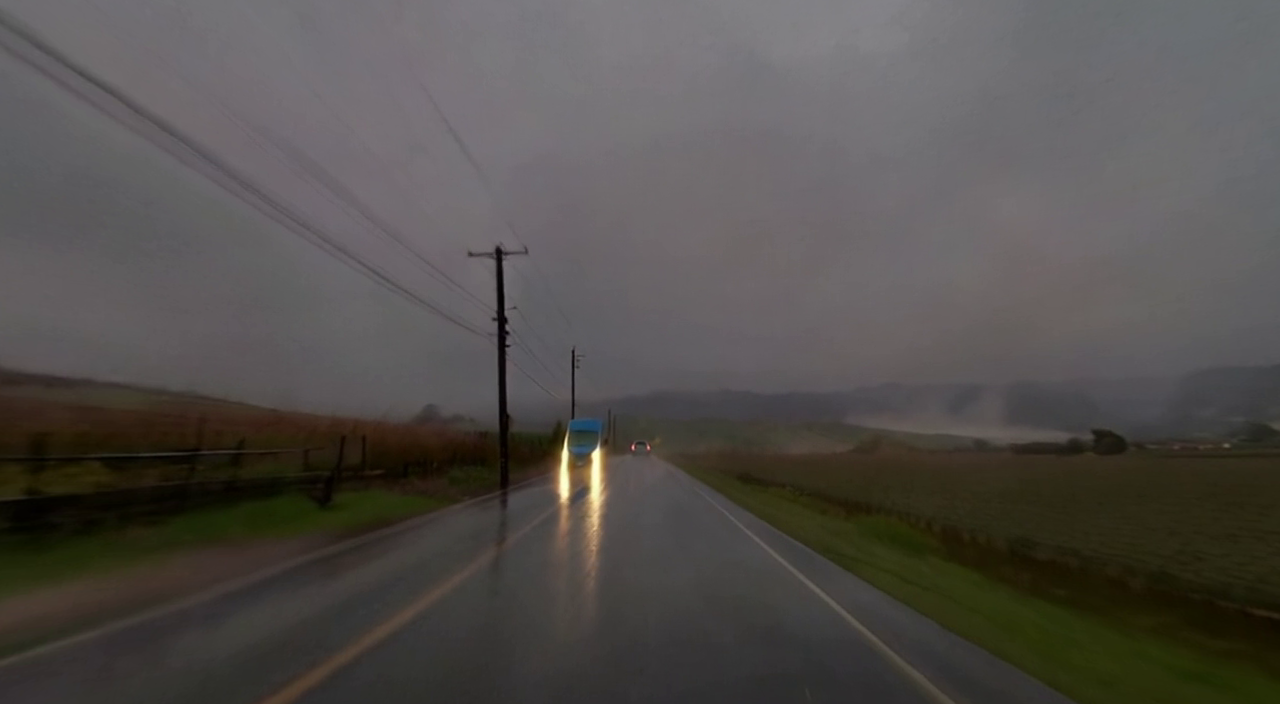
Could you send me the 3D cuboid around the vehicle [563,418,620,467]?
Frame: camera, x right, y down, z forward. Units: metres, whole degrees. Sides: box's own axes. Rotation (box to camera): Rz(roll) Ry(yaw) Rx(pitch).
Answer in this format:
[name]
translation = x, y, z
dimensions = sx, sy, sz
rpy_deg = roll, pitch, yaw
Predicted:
[vehicle]
translation = -3.343, 6.607, 45.556
dimensions = 3.183, 3.230, 7.566
rpy_deg = 0, -8, 2
